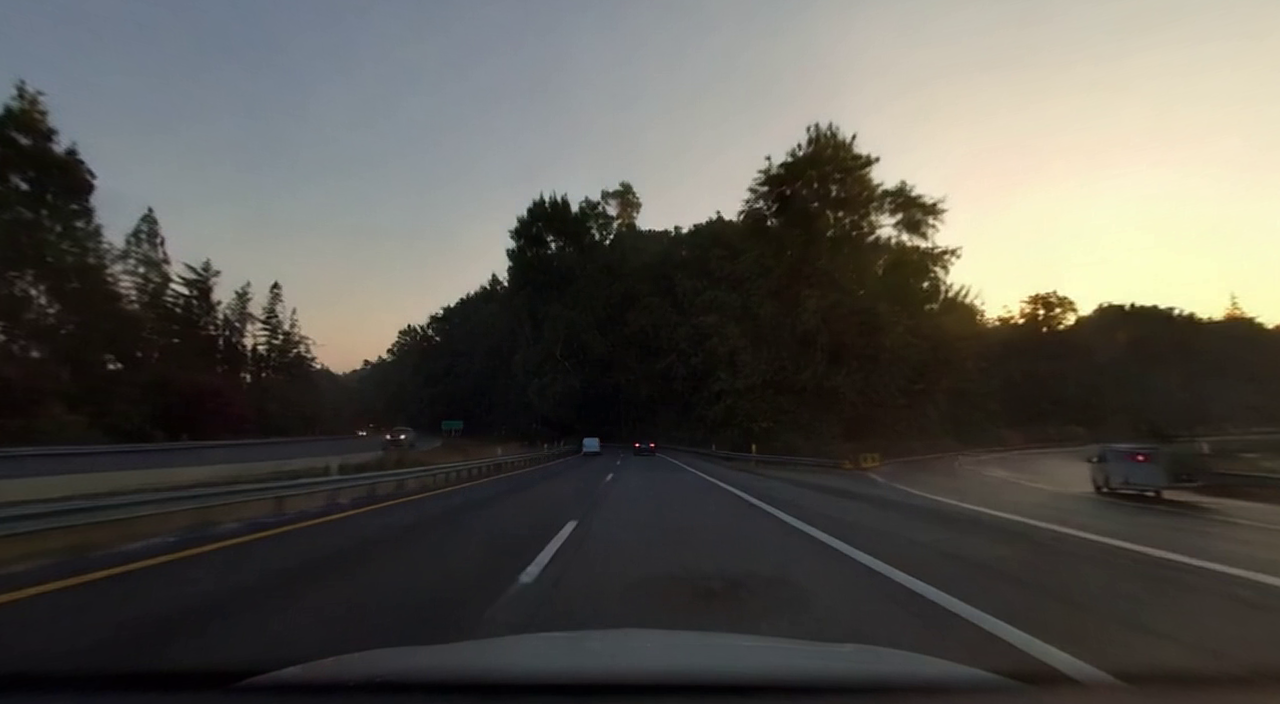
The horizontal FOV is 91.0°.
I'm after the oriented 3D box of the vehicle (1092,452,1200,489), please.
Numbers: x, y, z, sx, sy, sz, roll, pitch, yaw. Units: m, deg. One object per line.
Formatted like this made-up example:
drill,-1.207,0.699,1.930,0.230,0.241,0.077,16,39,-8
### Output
vehicle,24.102,5.616,30.238,1.889,1.560,4.976,-2,-8,12
